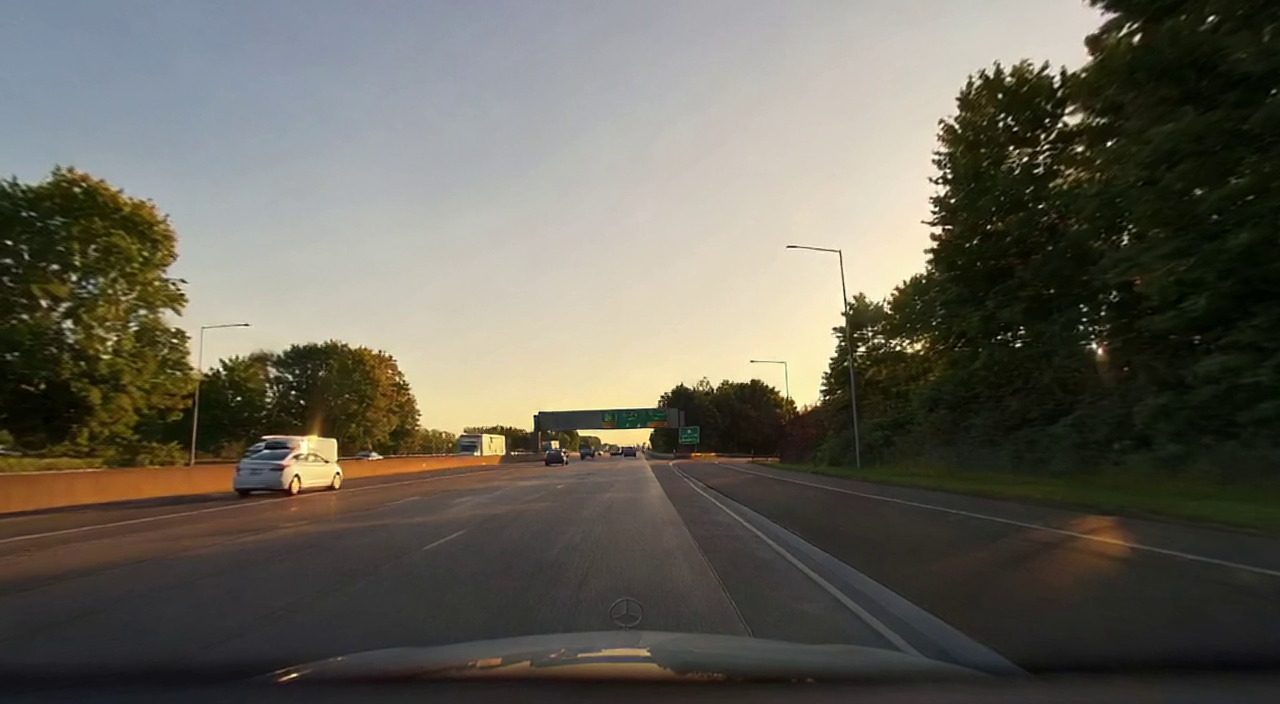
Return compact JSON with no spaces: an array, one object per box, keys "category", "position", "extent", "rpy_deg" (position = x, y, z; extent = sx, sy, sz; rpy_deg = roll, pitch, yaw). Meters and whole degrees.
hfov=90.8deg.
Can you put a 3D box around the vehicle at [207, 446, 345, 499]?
[{"category":"vehicle","position":[-11.641,3.845,20.591],"extent":[1.981,1.503,4.207],"rpy_deg":[0,-9,0]}]

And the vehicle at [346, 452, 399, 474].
[{"category":"vehicle","position":[-19.605,8.123,46.464],"extent":[1.924,1.449,4.472],"rpy_deg":[0,-9,1]}]
